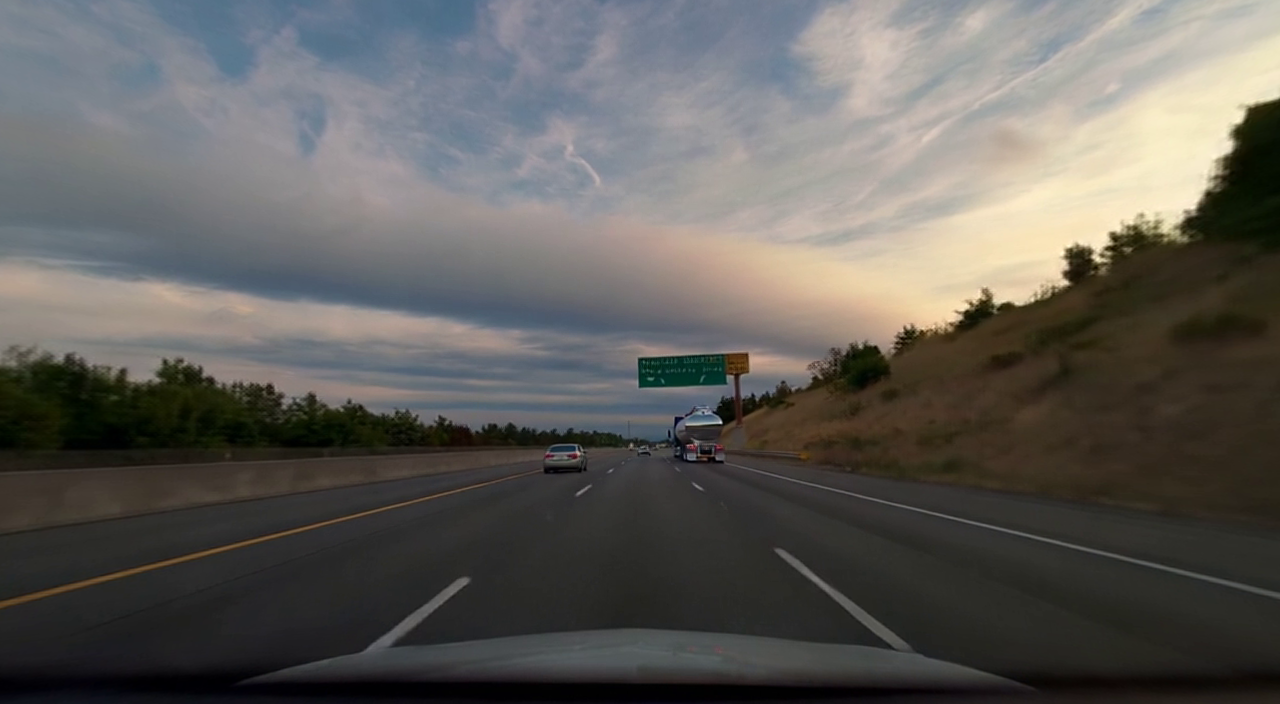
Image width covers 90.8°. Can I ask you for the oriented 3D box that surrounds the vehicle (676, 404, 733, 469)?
[{"bbox_3d":[4.047,5.659,41.717,2.759,3.734,9.708,0,-9,0],"label":"vehicle"}]

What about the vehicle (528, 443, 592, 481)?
[{"bbox_3d":[-3.263,4.594,26.655,1.986,1.458,4.506,0,-9,1],"label":"vehicle"}]
